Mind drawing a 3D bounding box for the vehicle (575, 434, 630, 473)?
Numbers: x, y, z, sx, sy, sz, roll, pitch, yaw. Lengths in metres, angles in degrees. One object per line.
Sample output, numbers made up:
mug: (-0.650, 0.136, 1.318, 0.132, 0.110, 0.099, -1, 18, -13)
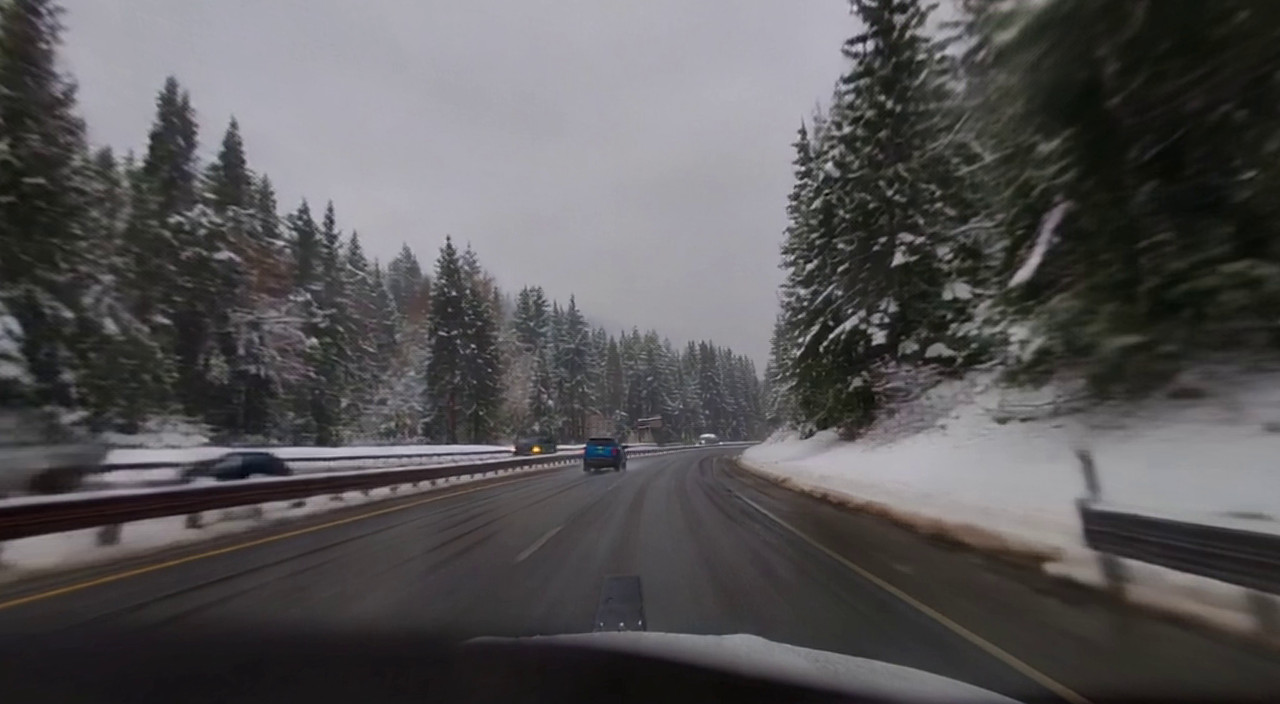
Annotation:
vehicle: (-1.713, 4.896, 30.585, 2.005, 1.752, 4.479, -1, -8, 5)

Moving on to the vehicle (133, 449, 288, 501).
vehicle: (-15.485, 4.410, 23.167, 2.186, 1.629, 4.787, -1, -8, 3)
